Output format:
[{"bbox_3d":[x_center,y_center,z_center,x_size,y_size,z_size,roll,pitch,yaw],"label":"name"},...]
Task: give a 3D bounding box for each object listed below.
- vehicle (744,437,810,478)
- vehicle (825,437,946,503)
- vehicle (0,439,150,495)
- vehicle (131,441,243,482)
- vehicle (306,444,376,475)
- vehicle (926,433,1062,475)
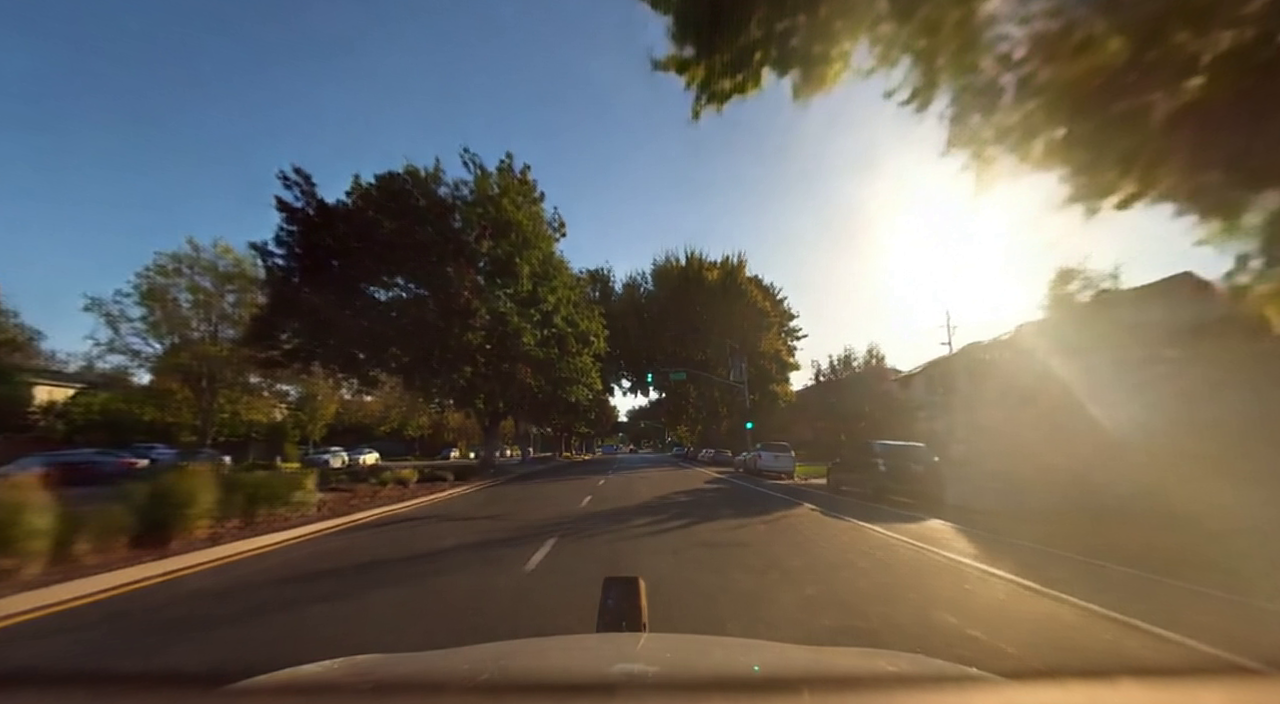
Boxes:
[{"bbox_3d":[6.754,5.268,31.544,2.032,1.844,4.964,0,-9,-2],"label":"vehicle"},{"bbox_3d":[7.086,3.436,18.702,1.910,1.686,4.399,0,-9,2],"label":"vehicle"},{"bbox_3d":[-21.367,4.251,23.612,1.990,1.844,4.902,0,-9,-2],"label":"vehicle"},{"bbox_3d":[-21.431,5.200,30.011,1.901,1.785,4.676,0,-9,-1],"label":"vehicle"},{"bbox_3d":[-20.873,7.467,44.085,2.196,1.854,5.677,-1,-7,-1],"label":"vehicle"},{"bbox_3d":[15.118,4.379,27.056,4.554,1.727,2.085,0,-9,3],"label":"vehicle"}]
